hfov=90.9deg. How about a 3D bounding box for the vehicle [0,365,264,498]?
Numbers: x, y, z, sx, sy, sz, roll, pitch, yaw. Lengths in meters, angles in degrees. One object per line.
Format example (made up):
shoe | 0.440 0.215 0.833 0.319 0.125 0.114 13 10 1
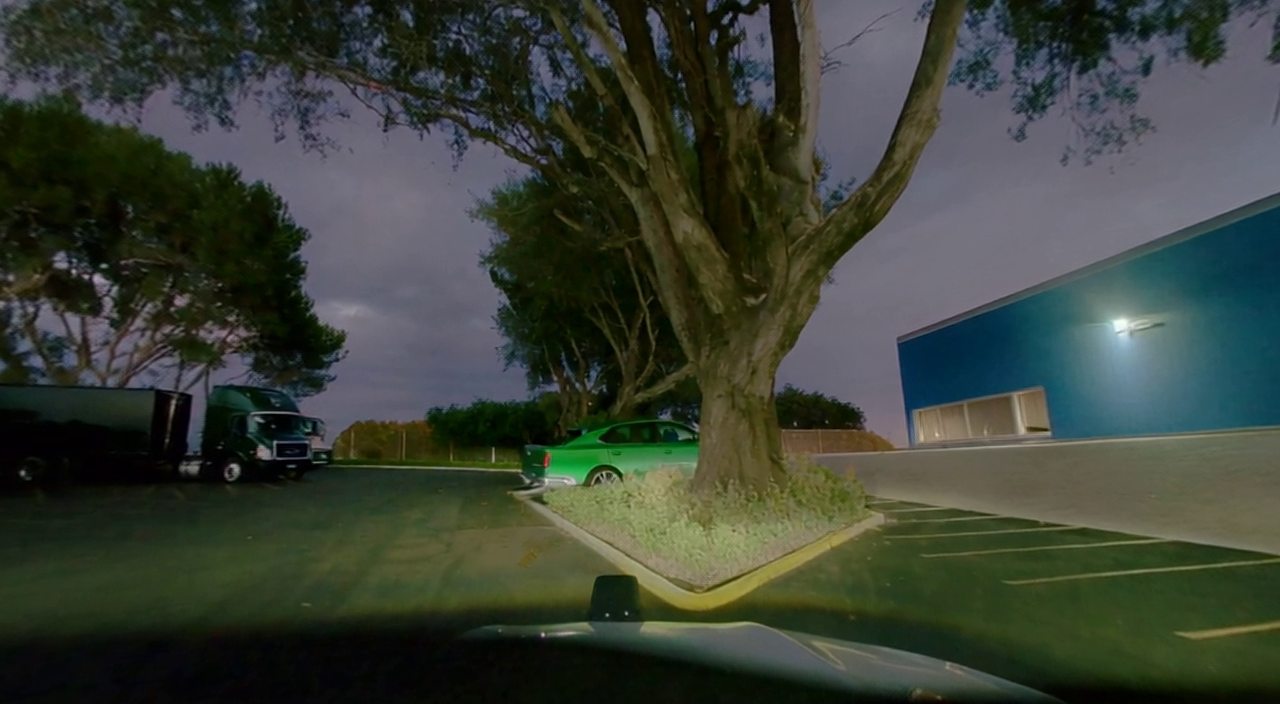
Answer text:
vehicle | -19.194 3.075 23.479 11.906 4.069 2.948 -5 -10 28

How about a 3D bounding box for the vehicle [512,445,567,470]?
vehicle | -6.305 6.684 39.970 1.809 1.506 3.473 -4 -10 25

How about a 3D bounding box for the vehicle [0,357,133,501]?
vehicle | -21.609 2.705 20.990 11.512 3.871 3.038 -5 -10 30
